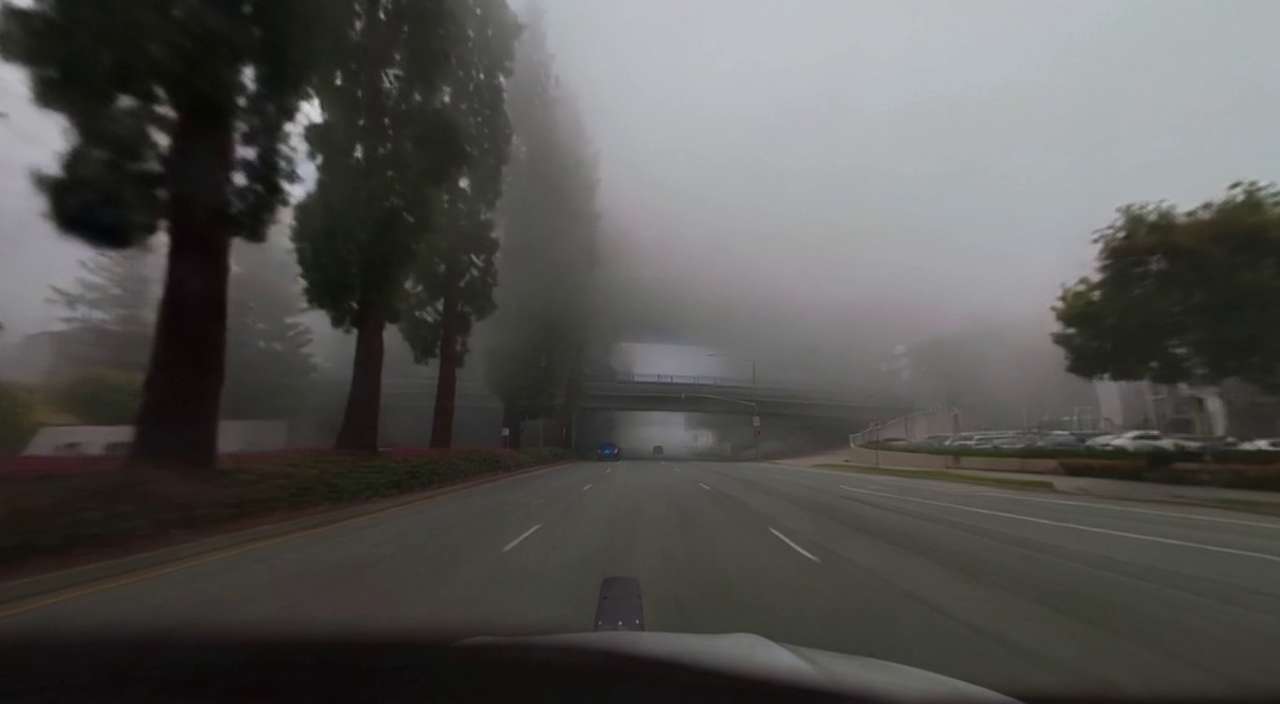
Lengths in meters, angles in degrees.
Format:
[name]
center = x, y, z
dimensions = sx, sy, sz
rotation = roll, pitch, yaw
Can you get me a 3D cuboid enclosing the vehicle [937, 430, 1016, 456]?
[vehicle]
center = 19.868, 5.393, 37.348
dimensions = 3.688, 1.489, 1.667
rotation = 1, -9, -4
